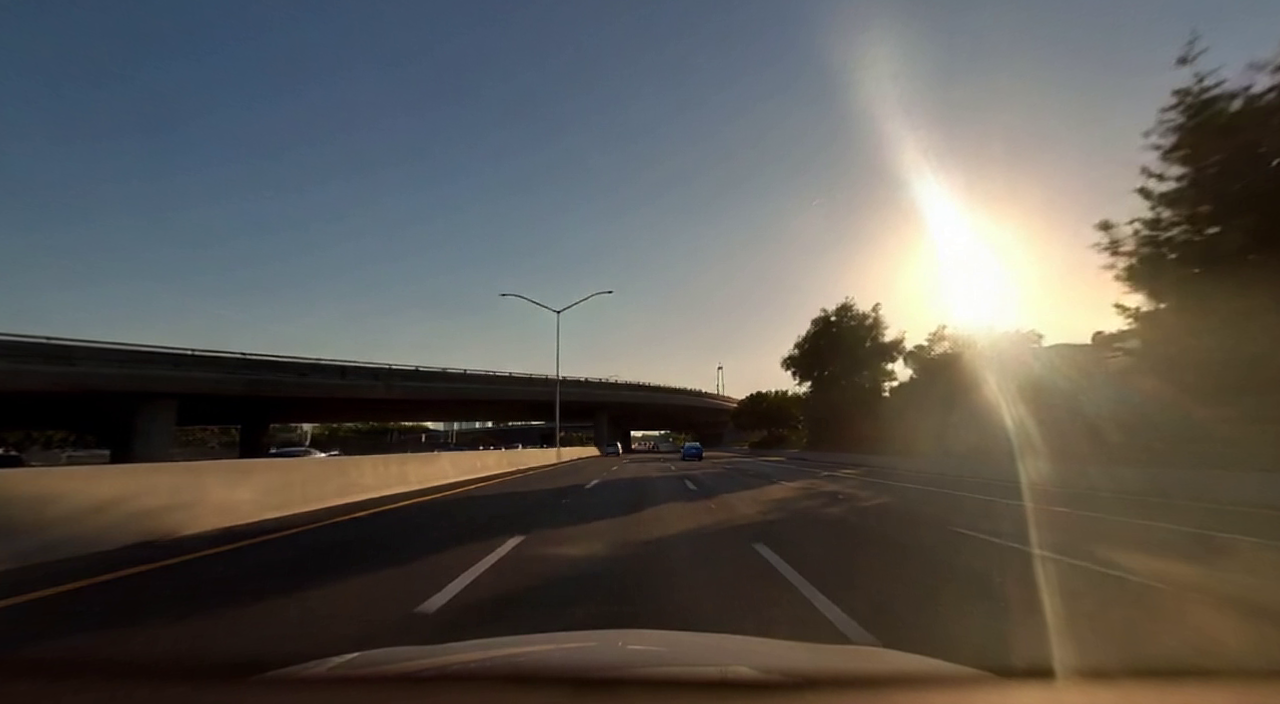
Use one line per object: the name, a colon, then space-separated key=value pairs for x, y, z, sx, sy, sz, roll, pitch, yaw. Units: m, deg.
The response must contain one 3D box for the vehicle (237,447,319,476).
vehicle: x=-18.612 y=5.621 z=32.631 sx=1.915 sy=1.403 sz=3.739 roll=0 pitch=-8 yaw=1
